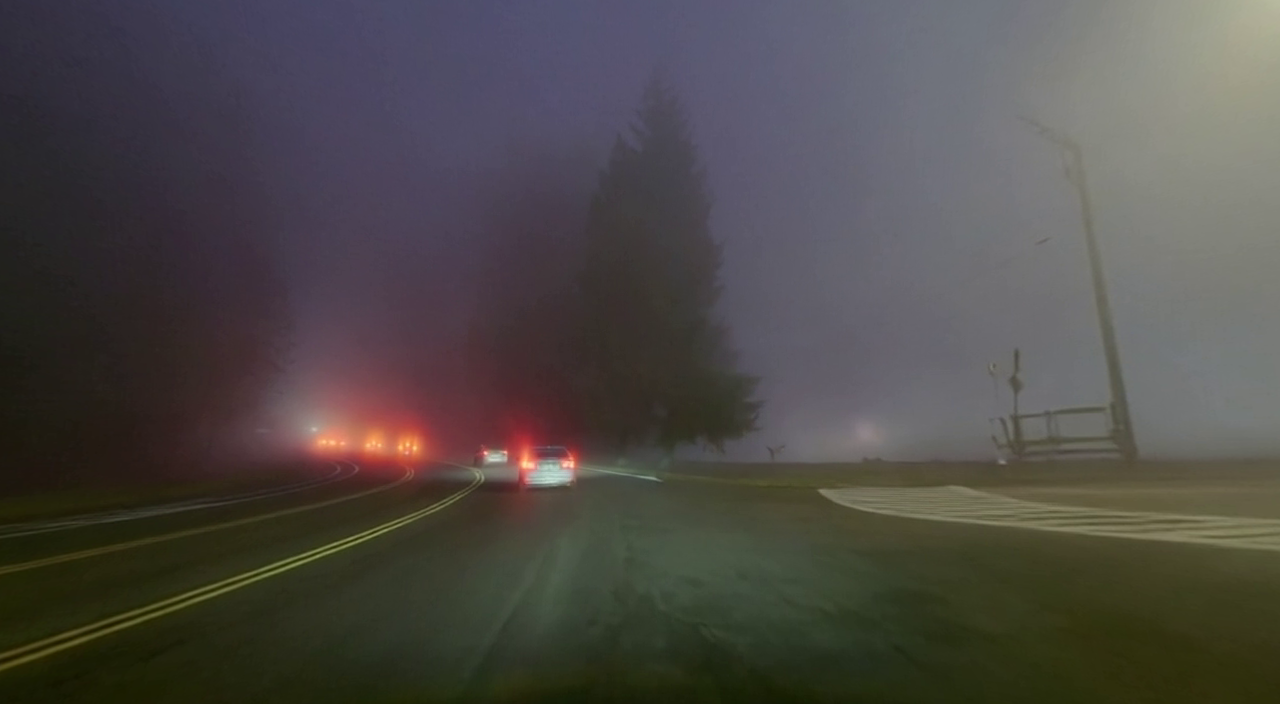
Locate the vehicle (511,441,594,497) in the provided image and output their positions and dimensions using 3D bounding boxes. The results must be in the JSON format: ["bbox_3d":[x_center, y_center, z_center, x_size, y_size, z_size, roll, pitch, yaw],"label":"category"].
[{"bbox_3d":[-2.807,3.579,19.641,2.296,1.510,4.068,1,-9,-11],"label":"vehicle"}]

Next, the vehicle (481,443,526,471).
[{"bbox_3d":[-8.157,6.185,37.309,2.080,1.530,3.719,2,-9,-20],"label":"vehicle"}]
